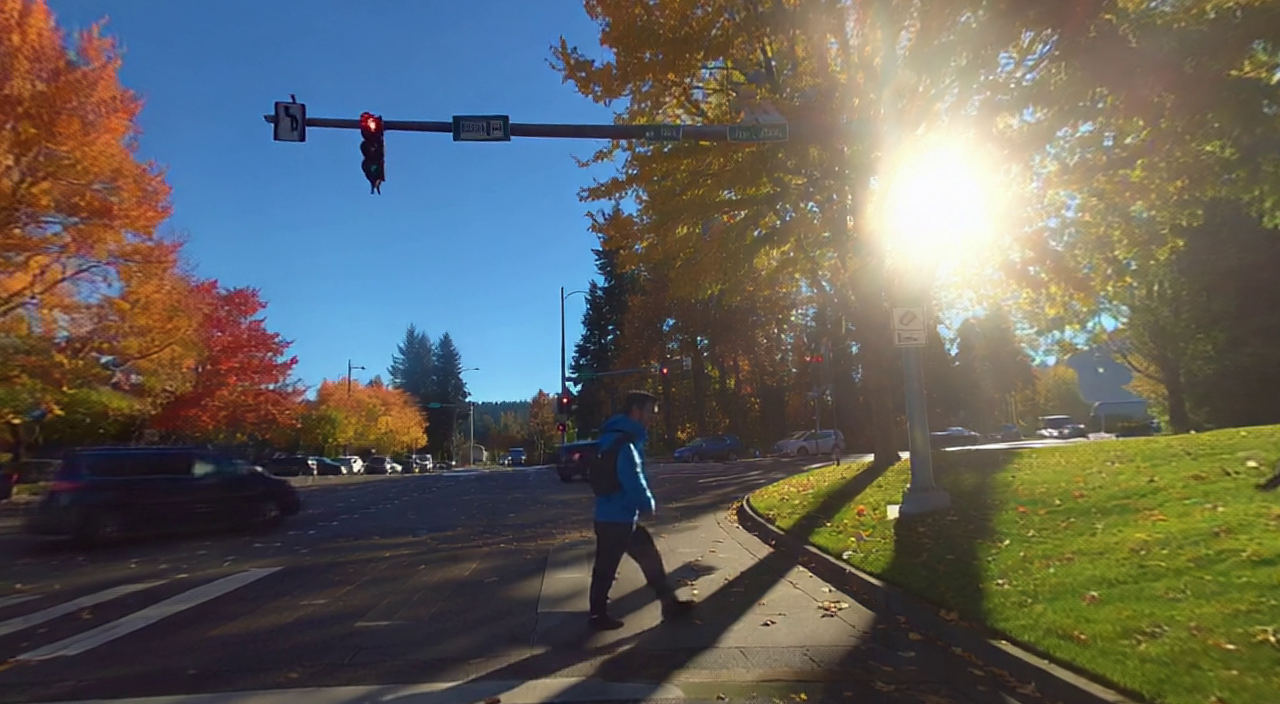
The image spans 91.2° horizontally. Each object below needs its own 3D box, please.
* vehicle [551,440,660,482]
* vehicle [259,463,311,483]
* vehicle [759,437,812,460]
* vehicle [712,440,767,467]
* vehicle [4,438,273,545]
[{"bbox_3d":[-1.350,4.565,26.498,1.915,1.586,4.734,-7,-11,38],"label":"vehicle"},{"bbox_3d":[-28.124,9.581,49.746,1.776,1.452,3.920,0,-9,0],"label":"vehicle"},{"bbox_3d":[11.478,7.586,49.366,1.979,1.659,4.907,-8,-11,39],"label":"vehicle"},{"bbox_3d":[7.011,7.078,43.926,1.867,1.743,4.259,-8,-11,39],"label":"vehicle"},{"bbox_3d":[-11.112,2.979,14.186,2.001,1.988,4.281,-8,-11,39],"label":"vehicle"}]
